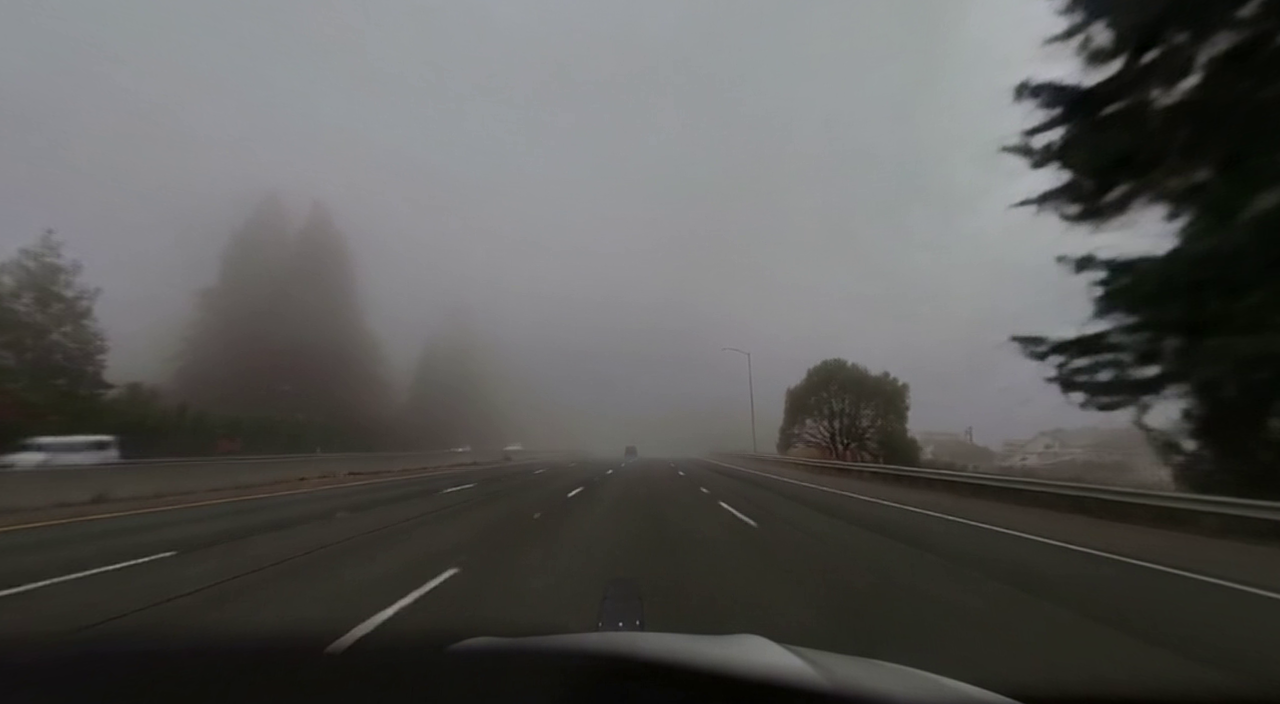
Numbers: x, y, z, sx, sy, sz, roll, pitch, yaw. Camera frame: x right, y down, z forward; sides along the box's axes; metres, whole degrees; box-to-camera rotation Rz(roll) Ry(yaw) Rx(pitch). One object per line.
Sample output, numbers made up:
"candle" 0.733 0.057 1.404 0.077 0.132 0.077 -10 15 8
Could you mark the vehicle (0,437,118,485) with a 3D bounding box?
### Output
"vehicle" -26.945 4.768 27.989 2.389 1.915 5.855 0 -8 1
